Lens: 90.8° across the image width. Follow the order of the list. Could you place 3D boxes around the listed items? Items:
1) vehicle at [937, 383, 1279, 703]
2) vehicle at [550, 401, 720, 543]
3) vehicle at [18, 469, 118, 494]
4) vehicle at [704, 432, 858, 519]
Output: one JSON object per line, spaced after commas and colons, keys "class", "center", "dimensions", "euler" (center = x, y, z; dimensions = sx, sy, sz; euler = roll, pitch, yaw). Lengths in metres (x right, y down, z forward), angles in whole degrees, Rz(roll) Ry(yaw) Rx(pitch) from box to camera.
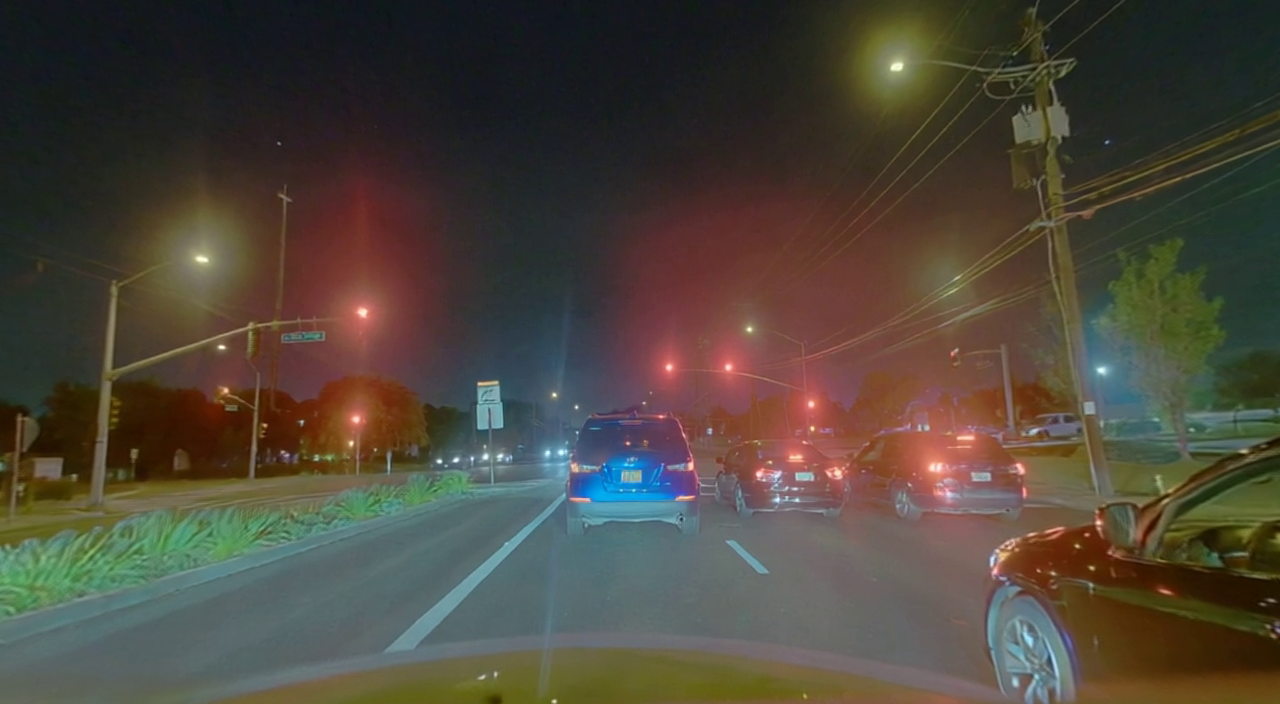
{"class": "vehicle", "center": [2.730, 0.776, 1.419], "dimensions": [2.004, 1.460, 4.297], "euler": [0, -9, 0]}
{"class": "vehicle", "center": [-0.121, 1.950, 10.843], "dimensions": [2.236, 1.856, 4.816], "euler": [0, -9, -1]}
{"class": "vehicle", "center": [-38.323, 8.679, 42.411], "dimensions": [4.569, 1.505, 1.992], "euler": [1, -9, -5]}
{"class": "vehicle", "center": [2.657, 2.454, 13.088], "dimensions": [2.025, 1.477, 4.333], "euler": [0, -9, -2]}
